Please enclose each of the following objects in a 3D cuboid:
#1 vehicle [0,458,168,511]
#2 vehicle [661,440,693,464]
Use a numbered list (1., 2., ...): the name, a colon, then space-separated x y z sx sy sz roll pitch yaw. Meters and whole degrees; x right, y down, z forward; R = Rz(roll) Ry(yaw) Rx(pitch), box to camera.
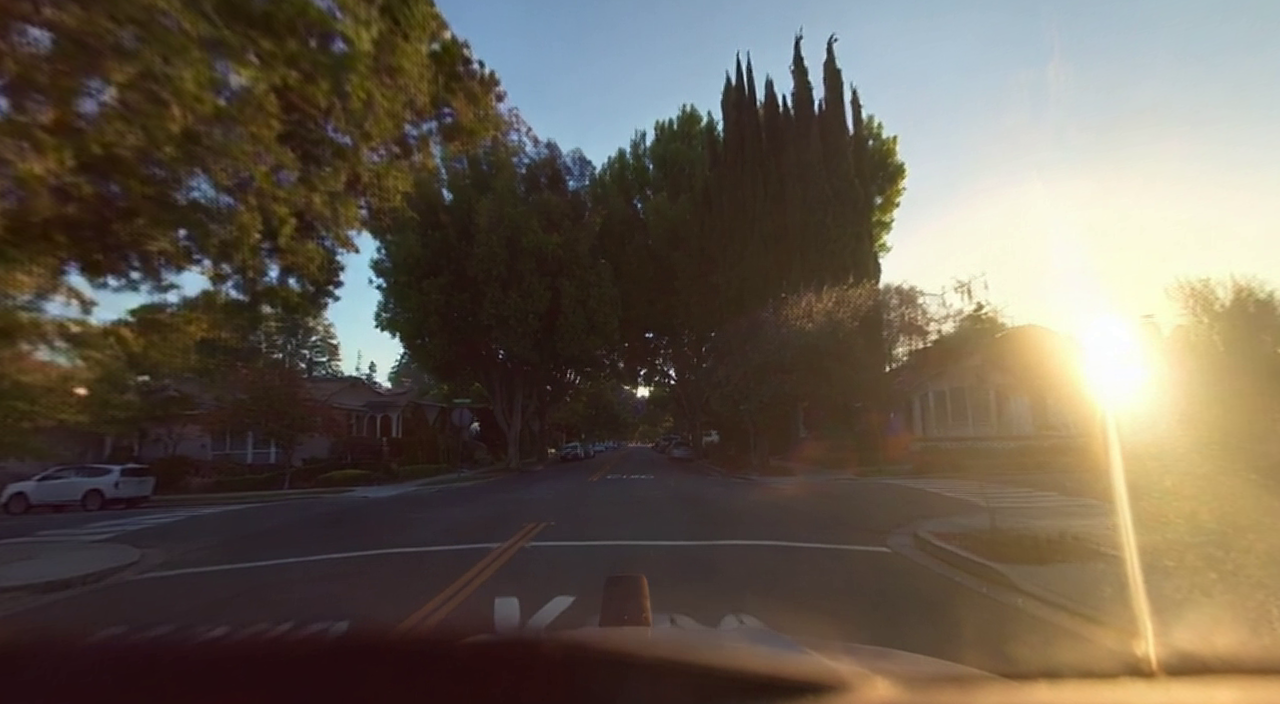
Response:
1. vehicle: -18.901 4.427 21.234 4.334 1.632 1.996 0 -8 -1
2. vehicle: 2.782 7.631 48.262 2.220 1.753 3.862 0 -8 -1
